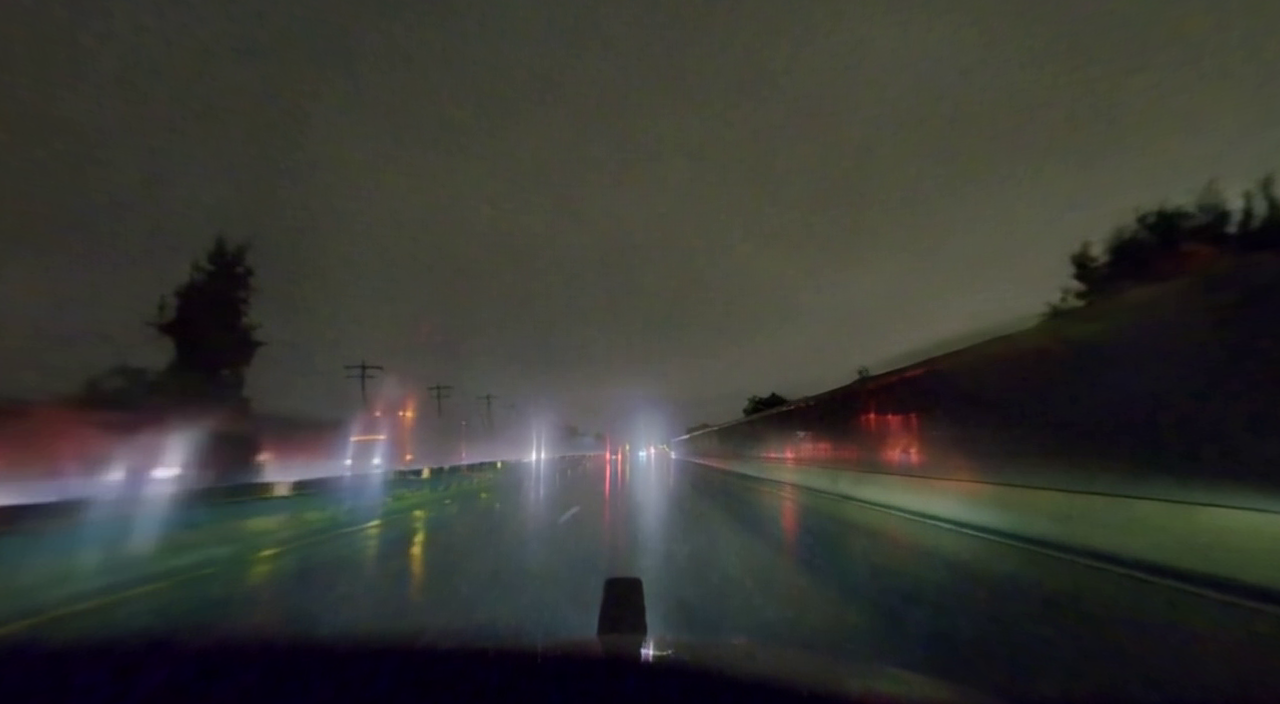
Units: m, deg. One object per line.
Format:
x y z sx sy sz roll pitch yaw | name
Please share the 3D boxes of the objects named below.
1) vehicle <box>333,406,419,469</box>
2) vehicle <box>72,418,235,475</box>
-17.667 5.851 42.698 2.962 3.939 6.060 0 -9 2 | vehicle
-14.789 2.935 19.505 1.753 1.556 4.053 0 -9 1 | vehicle
